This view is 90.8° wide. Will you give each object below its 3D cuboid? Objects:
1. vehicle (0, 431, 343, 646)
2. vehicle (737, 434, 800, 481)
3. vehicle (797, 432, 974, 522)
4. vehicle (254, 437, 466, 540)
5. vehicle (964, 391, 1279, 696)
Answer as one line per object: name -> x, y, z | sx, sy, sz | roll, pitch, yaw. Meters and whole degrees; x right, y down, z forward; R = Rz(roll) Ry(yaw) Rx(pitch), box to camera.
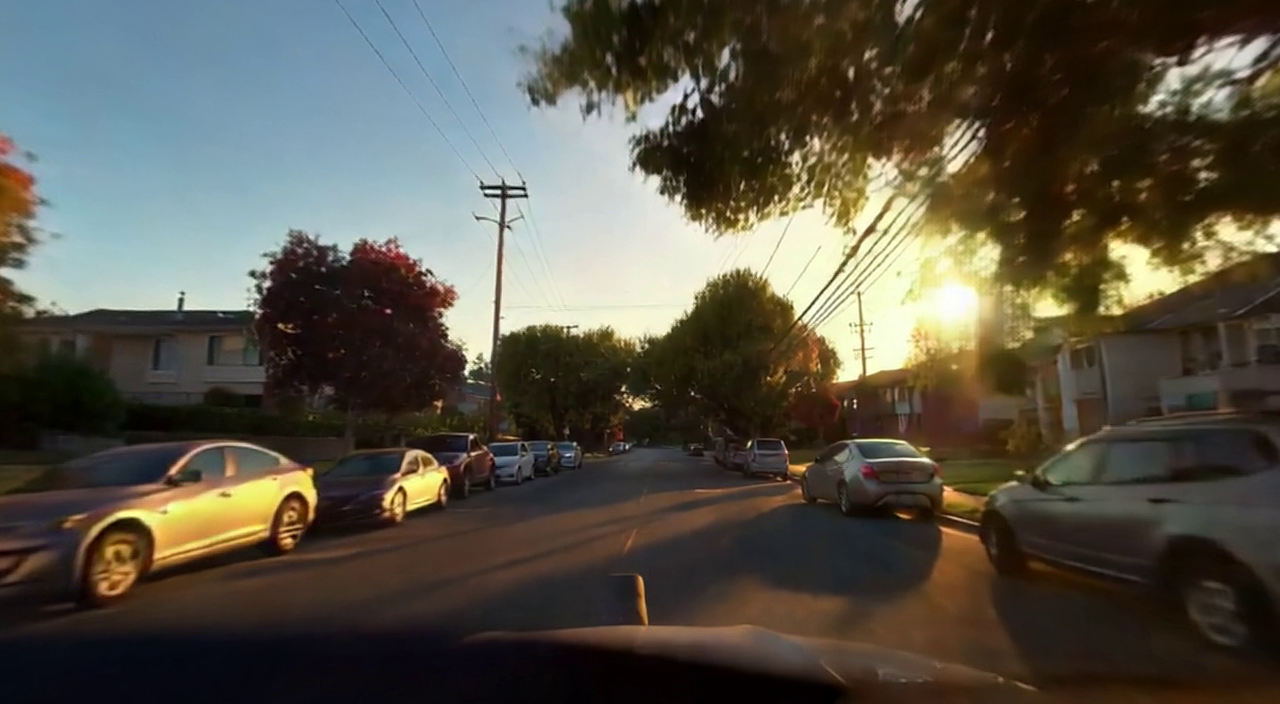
vehicle -> -5.137, 1.608, 6.625 | 1.853, 1.447, 4.462 | -3, -7, 1
vehicle -> 5.201, 4.302, 26.056 | 1.936, 1.756, 4.127 | -1, -9, 3
vehicle -> 4.938, 2.572, 13.593 | 1.910, 1.567, 4.856 | 0, -9, 1
vehicle -> -4.945, 2.404, 12.086 | 1.979, 1.435, 4.785 | -3, -7, -1
vehicle -> 4.754, 1.350, 5.363 | 1.951, 1.700, 4.485 | -1, -9, 5
